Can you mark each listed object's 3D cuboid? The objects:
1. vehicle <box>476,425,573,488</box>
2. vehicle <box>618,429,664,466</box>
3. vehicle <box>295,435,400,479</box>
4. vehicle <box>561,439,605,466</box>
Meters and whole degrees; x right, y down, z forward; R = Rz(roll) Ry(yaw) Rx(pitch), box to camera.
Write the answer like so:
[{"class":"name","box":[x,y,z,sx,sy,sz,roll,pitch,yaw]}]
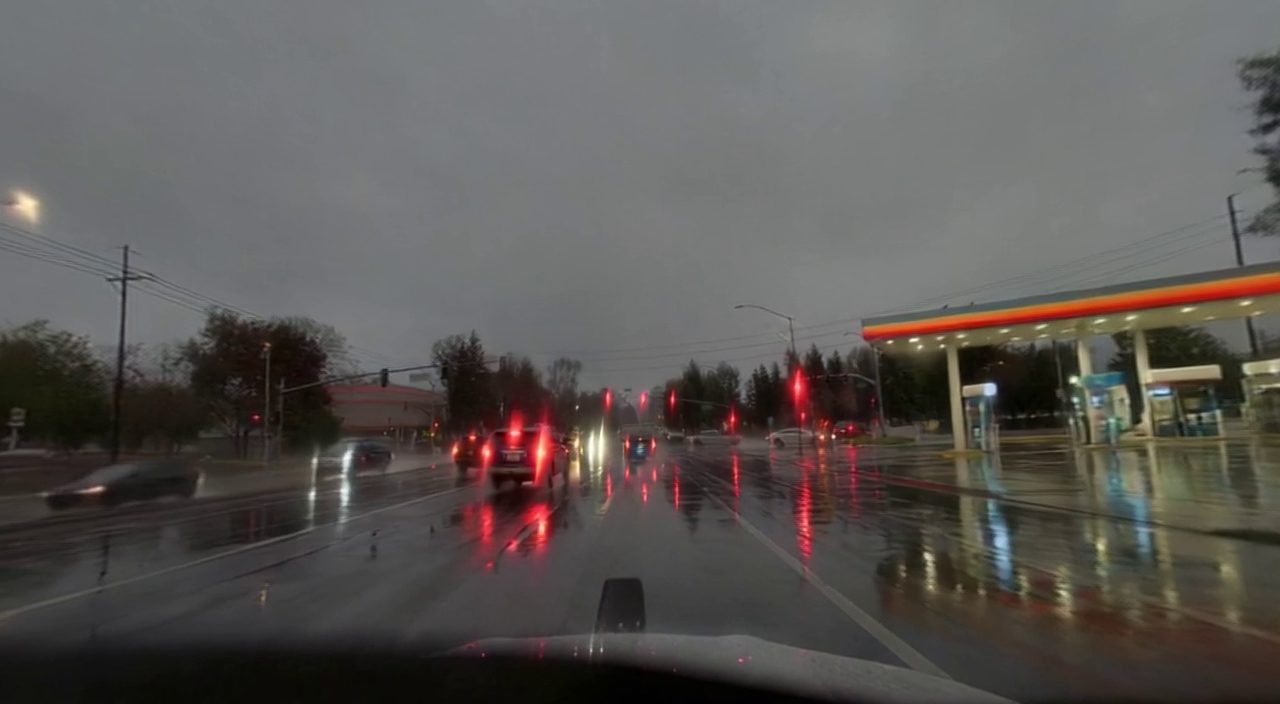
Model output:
[{"class":"vehicle","box":[-3.424,3.220,19.636,2.096,1.718,4.266,0,-9,1]},{"class":"vehicle","box":[0.075,5.055,33.541,2.224,1.819,5.005,0,-9,1]},{"class":"vehicle","box":[-13.856,5.006,30.409,2.238,1.872,5.625,0,-9,1]},{"class":"vehicle","box":[-3.045,5.505,34.706,1.881,1.424,4.098,0,-9,2]}]
